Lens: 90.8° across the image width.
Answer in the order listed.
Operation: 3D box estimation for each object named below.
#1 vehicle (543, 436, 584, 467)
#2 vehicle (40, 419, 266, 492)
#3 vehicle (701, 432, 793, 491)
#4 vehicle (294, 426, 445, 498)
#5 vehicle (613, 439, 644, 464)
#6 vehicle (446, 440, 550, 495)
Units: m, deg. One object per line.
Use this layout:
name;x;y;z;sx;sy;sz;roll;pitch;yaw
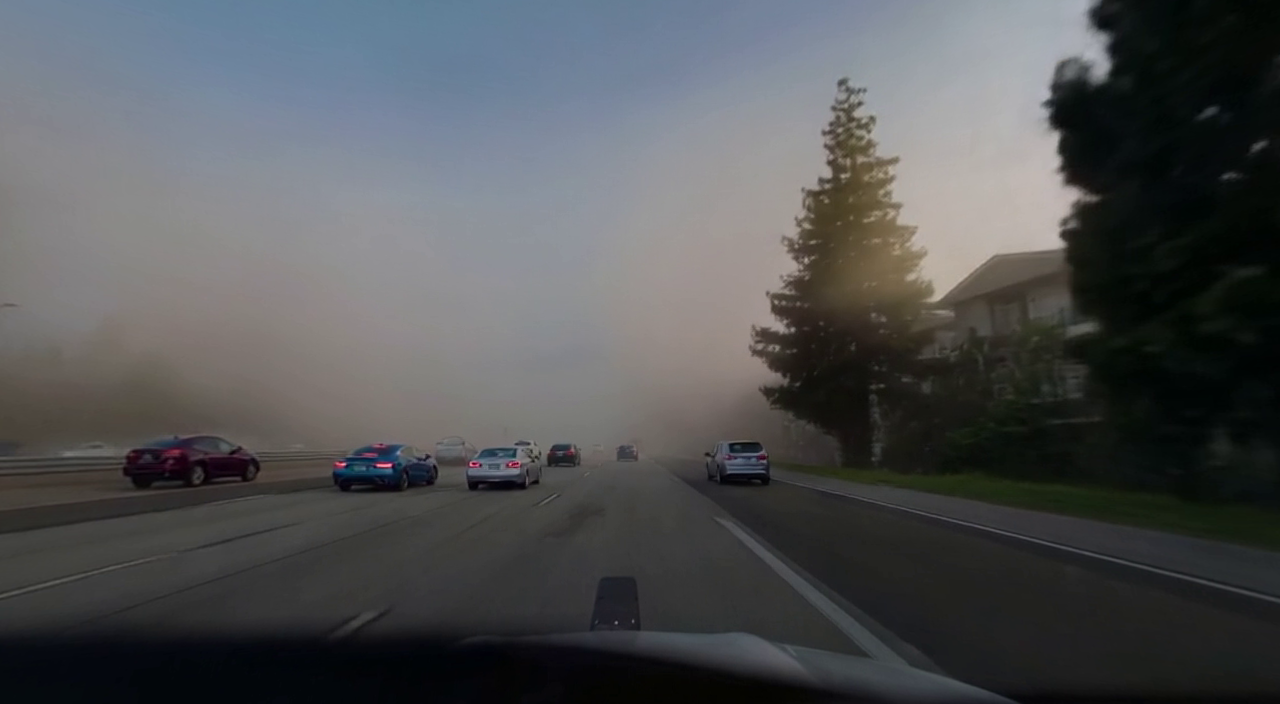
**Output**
vehicle;-4.676;6.146;39.170;2.044;1.774;4.329;0;-8;0
vehicle;-15.354;3.327;20.684;2.396;1.999;6.333;0;-8;0
vehicle;3.282;3.453;20.319;2.061;1.658;4.417;0;-8;-2
vehicle;-7.525;3.101;18.292;2.086;1.776;5.080;0;-8;0
vehicle;-0.762;6.877;43.700;2.053;1.650;3.945;0;-8;-1
vehicle;-4.096;3.401;19.061;2.124;1.426;4.444;0;-8;0
